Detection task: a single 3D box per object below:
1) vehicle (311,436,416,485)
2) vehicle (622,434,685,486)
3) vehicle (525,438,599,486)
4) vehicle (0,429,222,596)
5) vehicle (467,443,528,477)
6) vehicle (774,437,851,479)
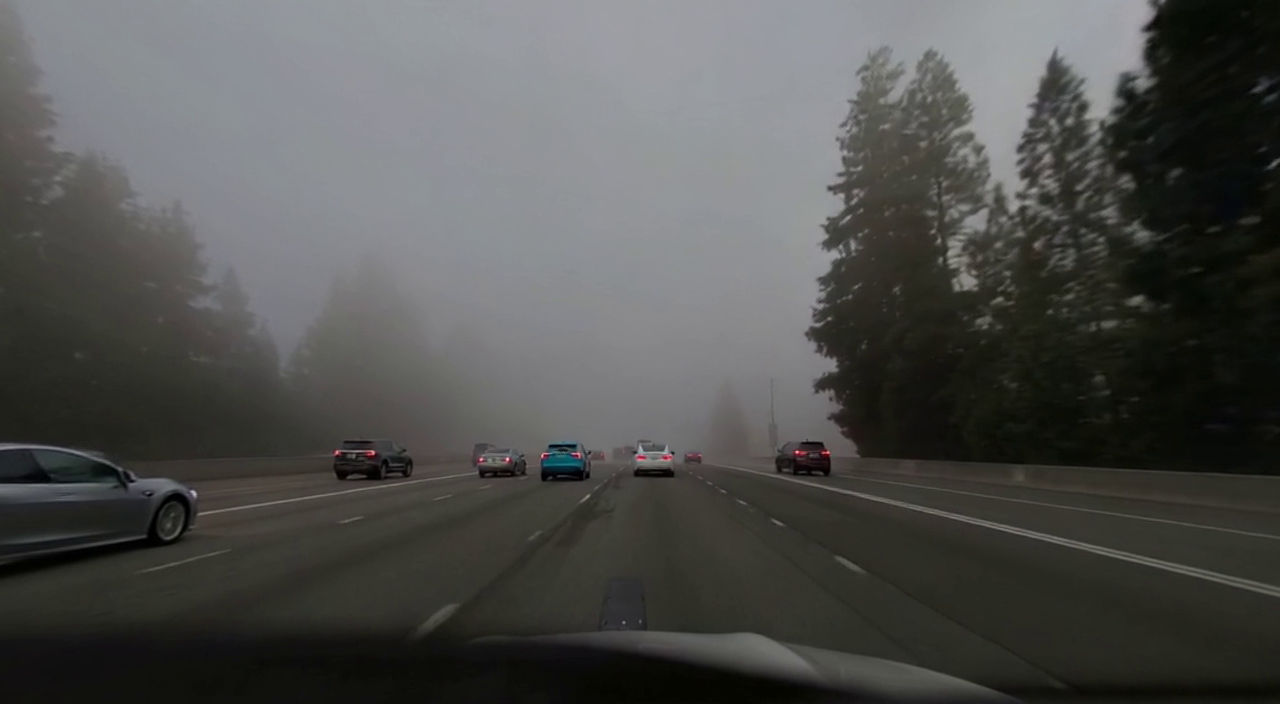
[{"bbox_3d":[-10.388,4.092,24.101,1.947,1.683,4.331,-1,-8,1],"label":"vehicle"},{"bbox_3d":[0.474,3.947,23.382,2.114,1.715,4.136,-1,-8,1],"label":"vehicle"},{"bbox_3d":[-2.782,4.056,23.625,2.102,1.624,4.257,-1,-8,2],"label":"vehicle"},{"bbox_3d":[-6.745,1.513,6.154,2.116,1.473,4.644,0,-8,0],"label":"vehicle"},{"bbox_3d":[-6.681,5.090,29.947,1.886,1.455,4.148,-1,-8,1],"label":"vehicle"},{"bbox_3d":[7.755,4.788,28.794,2.071,1.754,4.484,0,-8,-2],"label":"vehicle"}]
